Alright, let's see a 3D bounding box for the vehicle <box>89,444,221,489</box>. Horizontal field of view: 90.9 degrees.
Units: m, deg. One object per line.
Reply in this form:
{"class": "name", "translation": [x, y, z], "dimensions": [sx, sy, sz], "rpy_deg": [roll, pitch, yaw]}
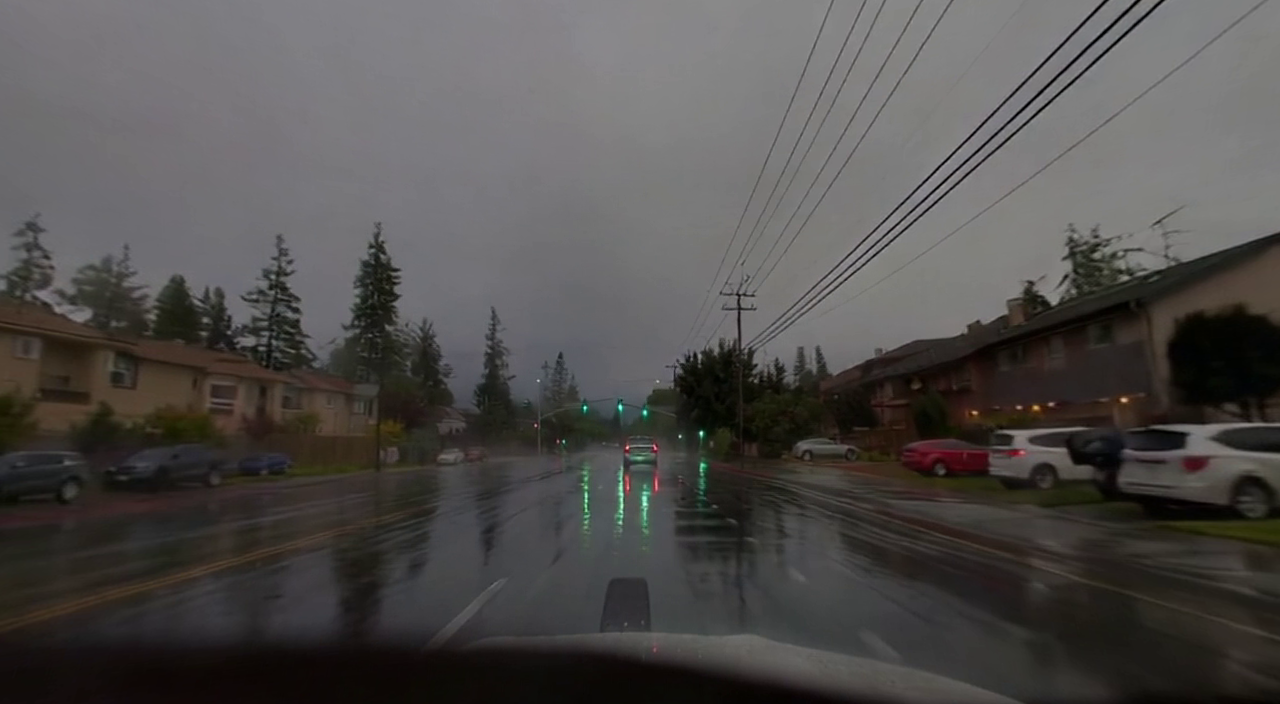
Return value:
{"class": "vehicle", "translation": [-20.218, 4.763, 26.570], "dimensions": [1.973, 1.700, 4.475], "rpy_deg": [0, -8, 0]}

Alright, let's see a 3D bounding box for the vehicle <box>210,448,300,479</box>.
{"class": "vehicle", "translation": [-20.393, 5.880, 33.620], "dimensions": [1.865, 1.506, 4.706], "rpy_deg": [0, -8, -1]}

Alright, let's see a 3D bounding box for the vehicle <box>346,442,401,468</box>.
{"class": "vehicle", "translation": [-20.014, 7.733, 47.540], "dimensions": [2.046, 1.874, 4.448], "rpy_deg": [0, -8, 2]}

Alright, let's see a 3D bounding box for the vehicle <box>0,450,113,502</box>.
{"class": "vehicle", "translation": [-20.072, 3.950, 20.364], "dimensions": [2.050, 1.501, 4.588], "rpy_deg": [0, -8, 1]}

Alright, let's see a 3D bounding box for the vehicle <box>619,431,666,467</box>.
{"class": "vehicle", "translation": [0.155, 6.003, 39.203], "dimensions": [2.769, 2.087, 5.130], "rpy_deg": [0, -8, 0]}

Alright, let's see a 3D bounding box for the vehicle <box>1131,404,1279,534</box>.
{"class": "vehicle", "translation": [11.829, 1.990, 11.061], "dimensions": [4.305, 1.997, 2.453], "rpy_deg": [0, -8, 0]}

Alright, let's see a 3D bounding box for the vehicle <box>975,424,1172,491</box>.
{"class": "vehicle", "translation": [13.520, 3.307, 19.916], "dimensions": [4.508, 1.937, 2.356], "rpy_deg": [1, -8, -5]}

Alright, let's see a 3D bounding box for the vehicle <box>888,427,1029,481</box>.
{"class": "vehicle", "translation": [12.638, 4.056, 25.245], "dimensions": [4.412, 1.878, 2.048], "rpy_deg": [-2, -8, -2]}

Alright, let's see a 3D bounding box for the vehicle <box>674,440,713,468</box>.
{"class": "vehicle", "translation": [3.250, 6.254, 38.730], "dimensions": [2.002, 1.511, 4.124], "rpy_deg": [2, -8, 0]}
